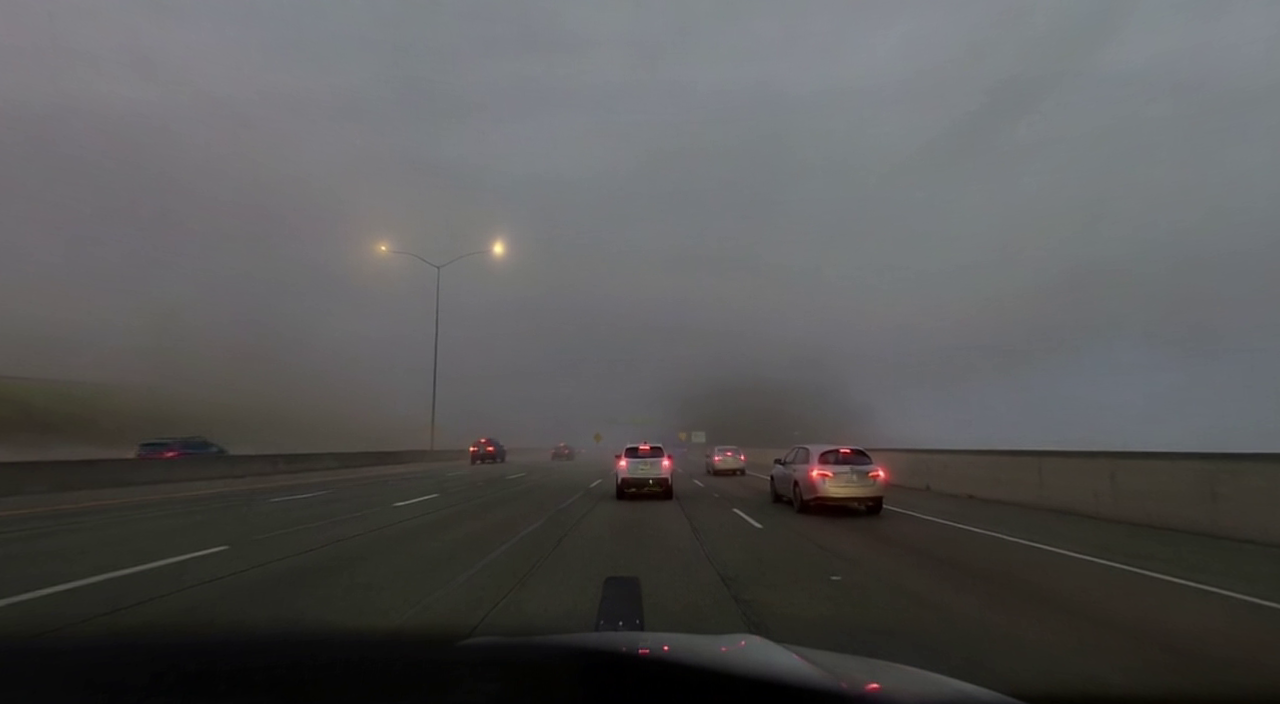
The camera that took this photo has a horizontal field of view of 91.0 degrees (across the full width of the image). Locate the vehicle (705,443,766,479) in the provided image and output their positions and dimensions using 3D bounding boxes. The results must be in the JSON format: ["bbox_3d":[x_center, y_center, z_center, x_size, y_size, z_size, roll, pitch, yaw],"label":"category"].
[{"bbox_3d":[4.238,4.929,28.756,2.002,1.499,4.710,0,-9,-1],"label":"vehicle"}]

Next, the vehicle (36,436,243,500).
[{"bbox_3d":[-14.468,3.363,18.720,2.055,1.613,4.955,0,-9,0],"label":"vehicle"}]

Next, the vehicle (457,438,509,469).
[{"bbox_3d":[-9.936,6.460,40.263,1.978,1.821,4.975,0,-9,1],"label":"vehicle"}]

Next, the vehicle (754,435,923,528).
[{"bbox_3d":[3.658,2.457,12.501,2.044,1.523,3.947,0,-9,0],"label":"vehicle"}]

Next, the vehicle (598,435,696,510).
[{"bbox_3d":[0.160,2.817,15.149,2.044,1.554,3.824,0,-9,0],"label":"vehicle"}]
